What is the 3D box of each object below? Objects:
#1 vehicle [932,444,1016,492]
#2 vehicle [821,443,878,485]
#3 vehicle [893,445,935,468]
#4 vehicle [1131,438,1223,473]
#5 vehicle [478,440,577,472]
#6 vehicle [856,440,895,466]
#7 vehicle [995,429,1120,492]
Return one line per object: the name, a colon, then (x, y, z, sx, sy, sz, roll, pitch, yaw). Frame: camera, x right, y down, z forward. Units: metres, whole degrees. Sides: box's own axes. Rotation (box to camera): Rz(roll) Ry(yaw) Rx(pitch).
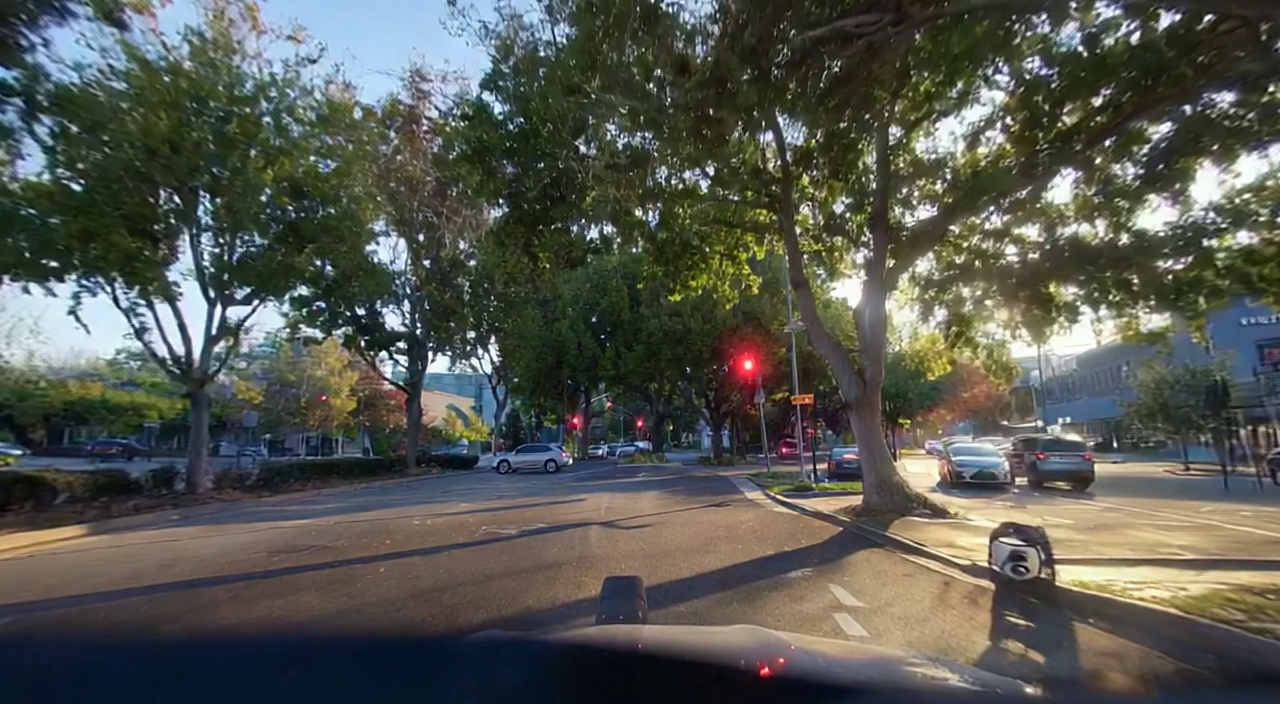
vehicle: (12.303, 4.233, 23.584, 2.031, 1.592, 4.470, -3, -9, 19)
vehicle: (8.165, 4.330, 24.848, 1.867, 1.479, 4.452, -2, -9, 16)
vehicle: (18.043, 6.871, 41.713, 1.936, 1.391, 3.874, -2, -9, 15)
vehicle: (31.533, 6.072, 37.321, 2.056, 1.878, 5.238, -2, -9, 16)
vehicle: (-5.410, 5.034, 30.745, 4.376, 1.476, 1.791, -1, -8, 5)
vehicle: (15.663, 6.726, 42.182, 1.921, 1.657, 4.400, -2, -9, 15)
vehicle: (14.540, 3.800, 22.470, 2.265, 1.919, 5.745, -4, -9, 19)
